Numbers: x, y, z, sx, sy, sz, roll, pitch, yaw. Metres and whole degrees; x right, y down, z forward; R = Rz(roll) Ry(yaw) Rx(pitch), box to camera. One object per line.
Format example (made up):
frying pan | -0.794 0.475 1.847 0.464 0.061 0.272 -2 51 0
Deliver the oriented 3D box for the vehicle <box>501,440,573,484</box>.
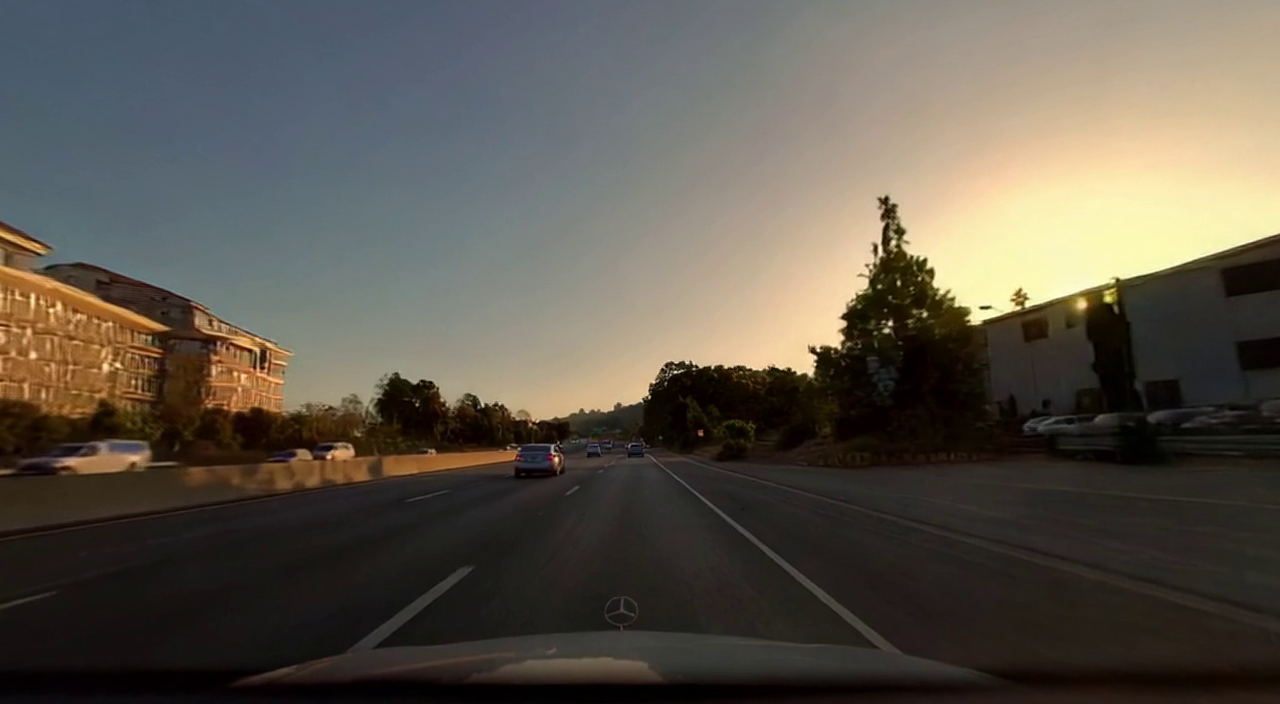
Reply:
vehicle | -3.664 3.982 23.229 1.920 1.463 4.134 0 -8 0

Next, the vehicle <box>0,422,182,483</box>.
vehicle | -36.246 6.665 42.230 2.965 3.488 11.110 0 -9 0
